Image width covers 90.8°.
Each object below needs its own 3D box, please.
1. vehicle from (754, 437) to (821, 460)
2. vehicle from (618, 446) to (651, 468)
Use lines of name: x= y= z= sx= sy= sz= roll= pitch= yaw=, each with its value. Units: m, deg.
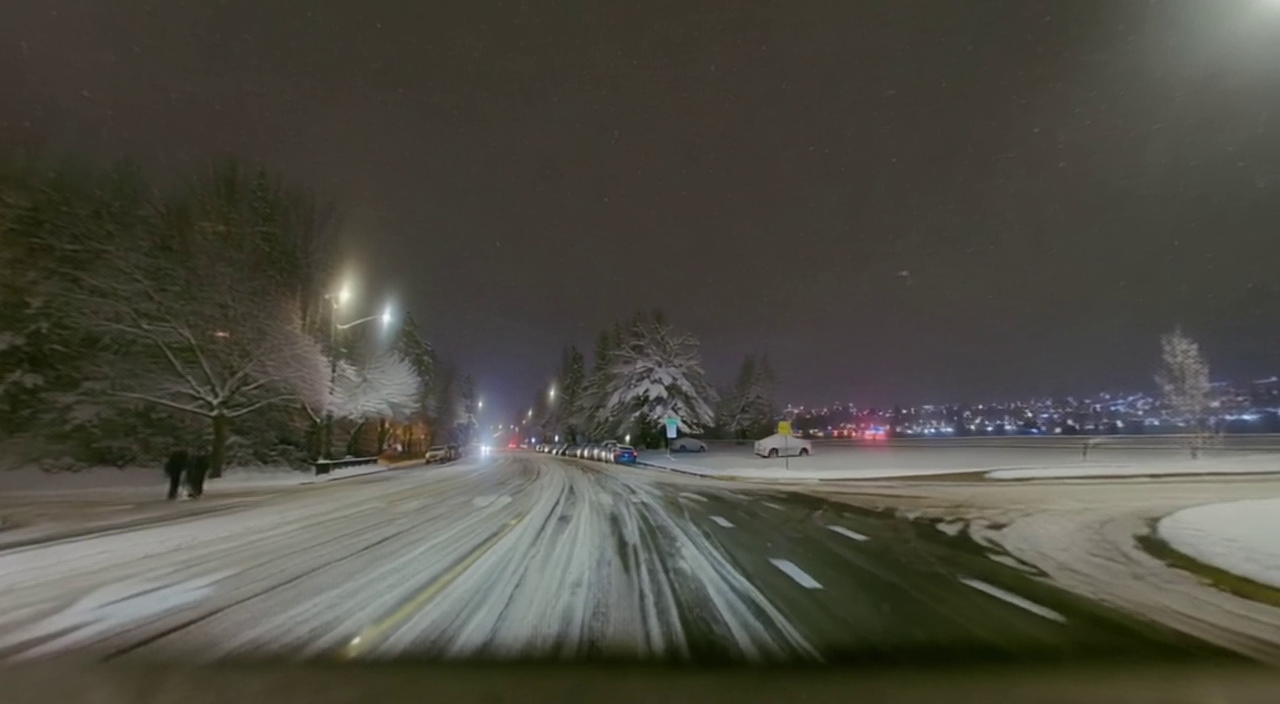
vehicle: x=10.347 y=6.793 z=44.448 sx=4.201 sy=1.546 sz=1.749 roll=1 pitch=-8 yaw=-7
vehicle: x=-0.456 y=7.947 z=48.083 sx=1.866 sy=1.492 sz=4.093 roll=1 pitch=-8 yaw=-10
